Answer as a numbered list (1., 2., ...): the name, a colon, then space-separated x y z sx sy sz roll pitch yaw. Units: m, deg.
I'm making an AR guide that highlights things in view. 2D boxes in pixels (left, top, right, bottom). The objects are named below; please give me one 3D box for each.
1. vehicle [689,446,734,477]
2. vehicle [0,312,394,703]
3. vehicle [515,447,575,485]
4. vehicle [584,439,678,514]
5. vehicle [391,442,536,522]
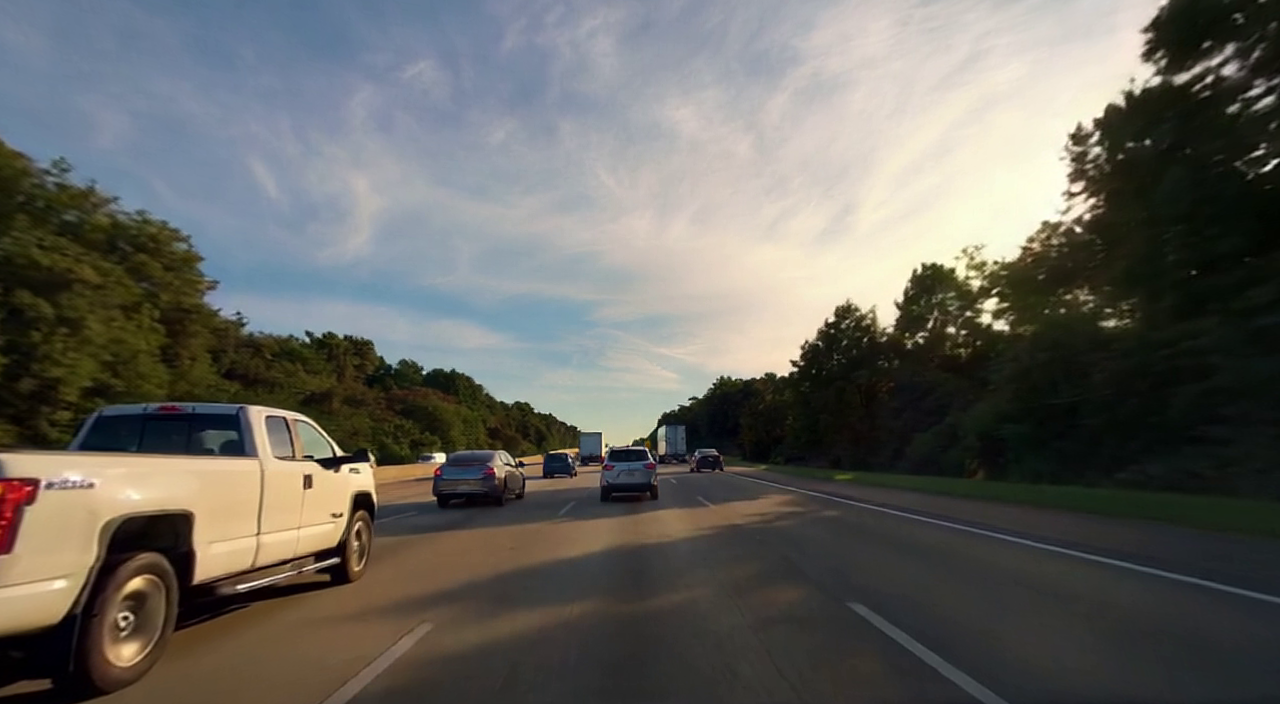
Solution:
1. vehicle: 3.716 5.772 33.388 1.858 1.537 3.838 0 -9 -2
2. vehicle: -3.886 1.070 4.532 2.243 1.889 4.949 0 -9 0
3. vehicle: -3.965 4.846 27.054 1.999 1.484 4.269 0 -9 -1
4. vehicle: -0.207 2.922 15.200 1.996 1.574 3.426 0 -9 0
5. vehicle: -3.733 2.824 14.281 1.988 1.501 4.438 0 -9 0
